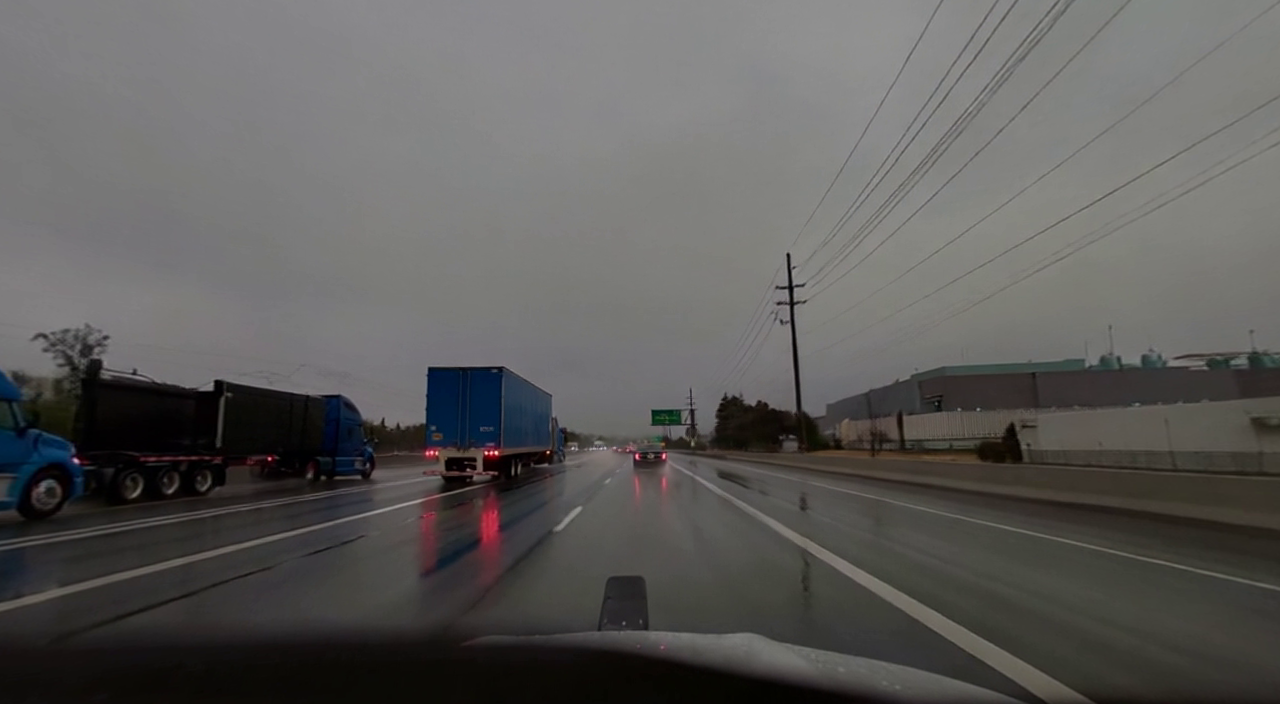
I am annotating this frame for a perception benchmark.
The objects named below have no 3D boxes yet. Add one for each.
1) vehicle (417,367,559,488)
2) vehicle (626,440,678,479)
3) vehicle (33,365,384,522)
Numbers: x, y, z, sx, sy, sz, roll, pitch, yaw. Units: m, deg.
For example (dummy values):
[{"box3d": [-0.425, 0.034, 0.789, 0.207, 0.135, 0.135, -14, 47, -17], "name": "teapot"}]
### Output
[{"box3d": [-6.118, 3.677, 29.095, 2.907, 4.081, 15.311, 0, -8, 0], "name": "vehicle"}, {"box3d": [0.445, 4.600, 27.236, 2.055, 1.514, 4.323, 0, -8, -1], "name": "vehicle"}, {"box3d": [-10.546, 2.519, 17.415, 2.896, 3.140, 9.491, 0, -8, 0], "name": "vehicle"}]
